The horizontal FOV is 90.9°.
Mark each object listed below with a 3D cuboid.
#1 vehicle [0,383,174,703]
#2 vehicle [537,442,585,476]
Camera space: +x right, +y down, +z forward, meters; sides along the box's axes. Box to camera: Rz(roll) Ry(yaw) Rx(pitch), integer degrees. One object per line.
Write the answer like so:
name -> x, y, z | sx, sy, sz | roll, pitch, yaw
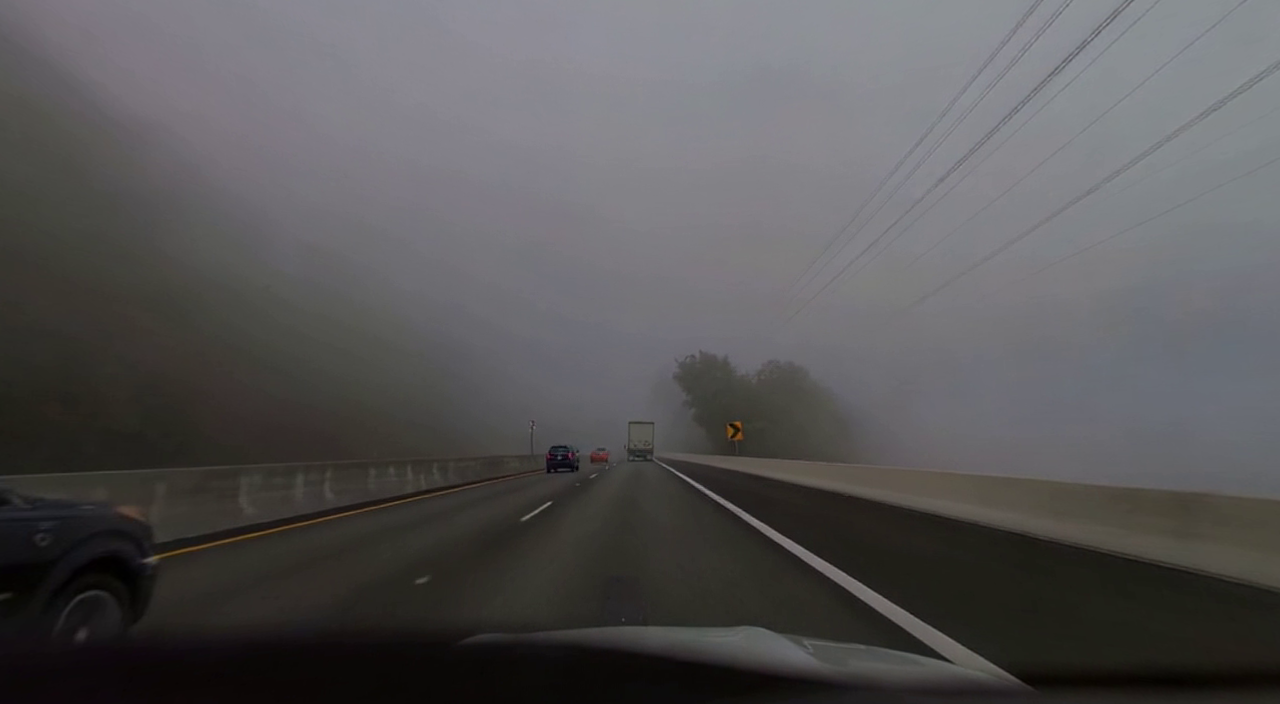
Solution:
vehicle -> -3.903, 0.763, 1.283 | 2.049, 1.697, 4.998 | 0, -9, 0
vehicle -> -4.258, 5.836, 34.722 | 2.111, 1.735, 4.066 | 0, -9, 0
